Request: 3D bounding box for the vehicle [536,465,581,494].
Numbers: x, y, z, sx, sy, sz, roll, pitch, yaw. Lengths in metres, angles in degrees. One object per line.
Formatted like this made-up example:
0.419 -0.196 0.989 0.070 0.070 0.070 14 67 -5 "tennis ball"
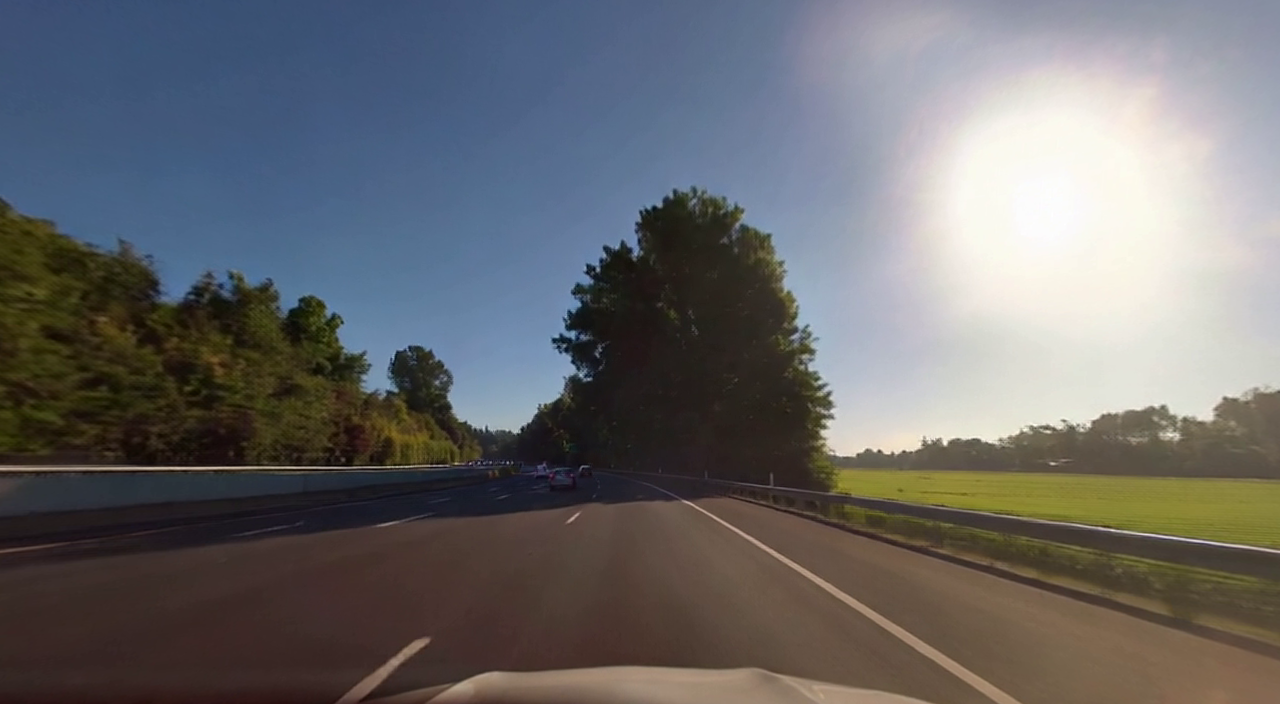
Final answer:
-4.645 7.324 36.482 2.115 1.546 4.638 1 -10 -2 "vehicle"
